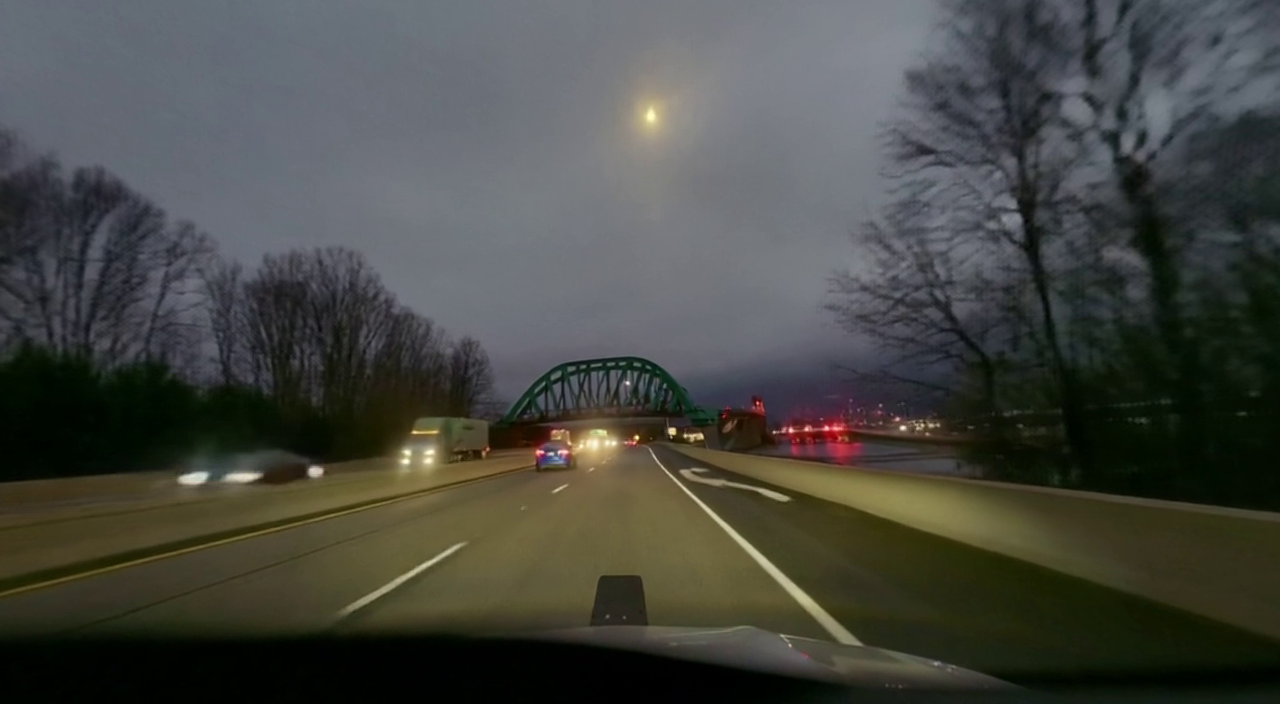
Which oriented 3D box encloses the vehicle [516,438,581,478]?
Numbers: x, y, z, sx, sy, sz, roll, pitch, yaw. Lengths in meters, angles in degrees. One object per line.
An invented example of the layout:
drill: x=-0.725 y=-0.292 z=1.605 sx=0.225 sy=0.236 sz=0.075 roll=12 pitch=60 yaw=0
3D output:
vehicle: x=-3.777 y=4.449 z=26.632 sx=2.052 sy=1.556 sz=4.405 roll=0 pitch=-8 yaw=0

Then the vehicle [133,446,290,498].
vehicle: x=-13.907 y=3.881 z=20.794 sx=1.924 sy=1.530 sz=4.565 roll=0 pitch=-9 yaw=1
